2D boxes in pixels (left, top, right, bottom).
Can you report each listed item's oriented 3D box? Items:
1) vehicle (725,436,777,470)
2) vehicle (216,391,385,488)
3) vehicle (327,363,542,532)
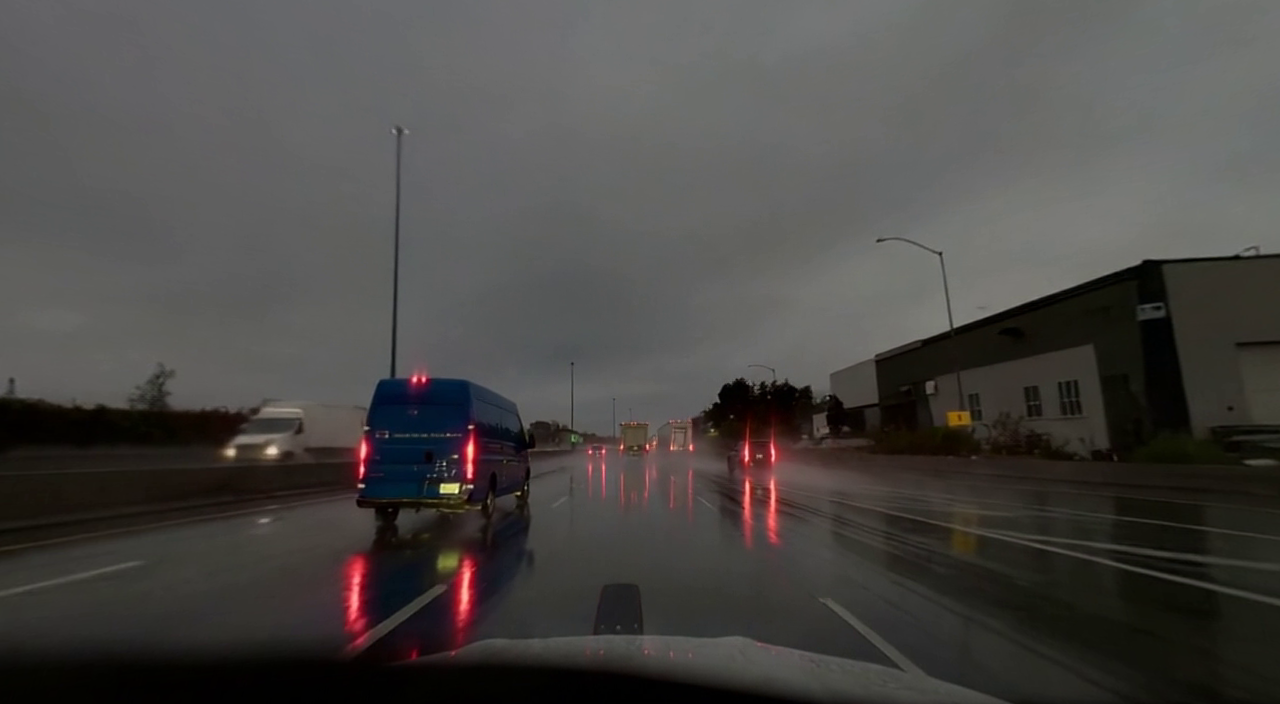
[{"bbox_3d":[6.912,6.384,40.168,2.216,1.918,5.742,0,-9,0],"label":"vehicle"},{"bbox_3d":[-16.238,4.397,31.424,3.117,4.010,9.274,-1,-9,1],"label":"vehicle"},{"bbox_3d":[-3.993,2.108,14.146,2.557,2.855,6.674,0,-9,0],"label":"vehicle"}]
